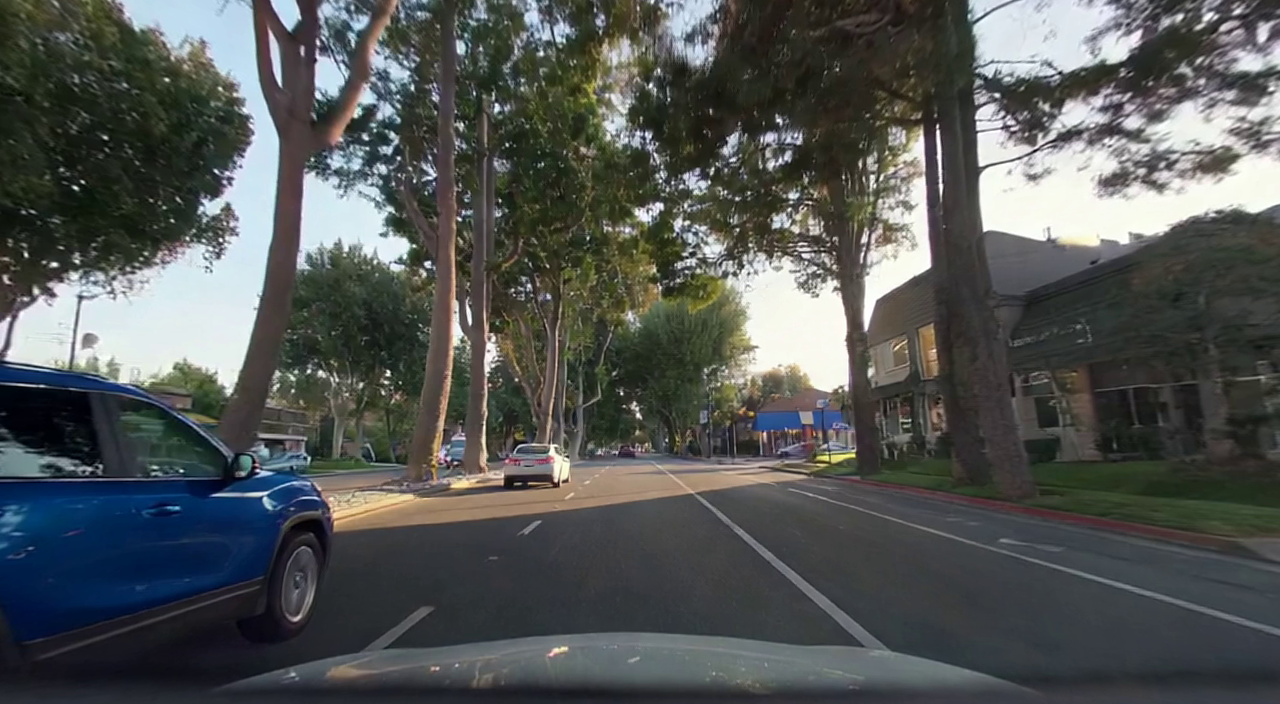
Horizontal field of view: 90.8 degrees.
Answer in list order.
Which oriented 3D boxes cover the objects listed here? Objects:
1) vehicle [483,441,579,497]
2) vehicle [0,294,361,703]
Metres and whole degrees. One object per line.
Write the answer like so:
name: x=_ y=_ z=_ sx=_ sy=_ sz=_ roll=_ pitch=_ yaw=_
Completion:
vehicle: x=-3.113 y=3.453 z=19.159 sx=2.069 sy=1.470 sz=4.601 roll=0 pitch=-9 yaw=0
vehicle: x=-3.331 y=0.823 z=3.005 sx=2.042 sy=1.817 sz=4.364 roll=0 pitch=-9 yaw=-1
